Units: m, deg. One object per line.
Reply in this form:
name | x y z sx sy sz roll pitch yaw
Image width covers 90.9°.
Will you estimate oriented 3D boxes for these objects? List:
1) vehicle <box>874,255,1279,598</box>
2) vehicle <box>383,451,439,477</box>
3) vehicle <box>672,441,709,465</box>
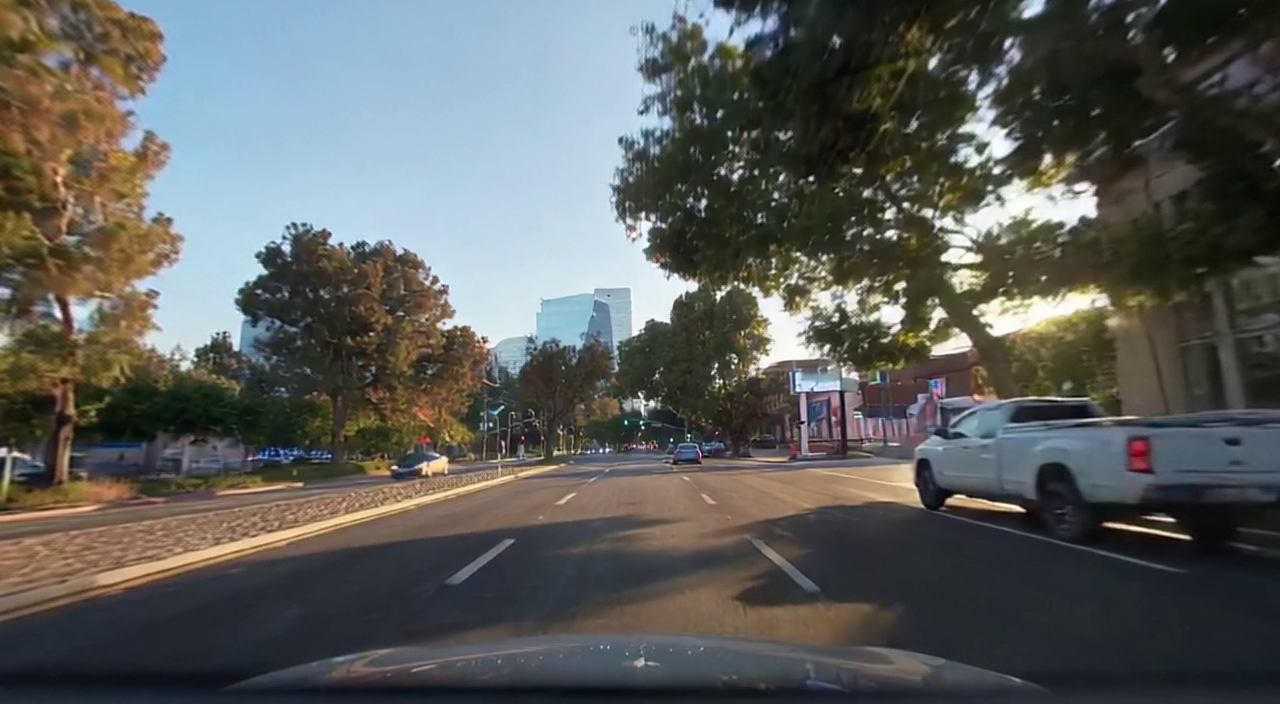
vehicle | 6.841 1.241 10.018 3.013 3.152 8.476 0 -8 0
vehicle | -13.919 6.809 38.601 1.887 1.470 4.240 0 -8 -1
vehicle | 3.308 6.747 42.278 2.057 1.470 4.454 0 -8 0
